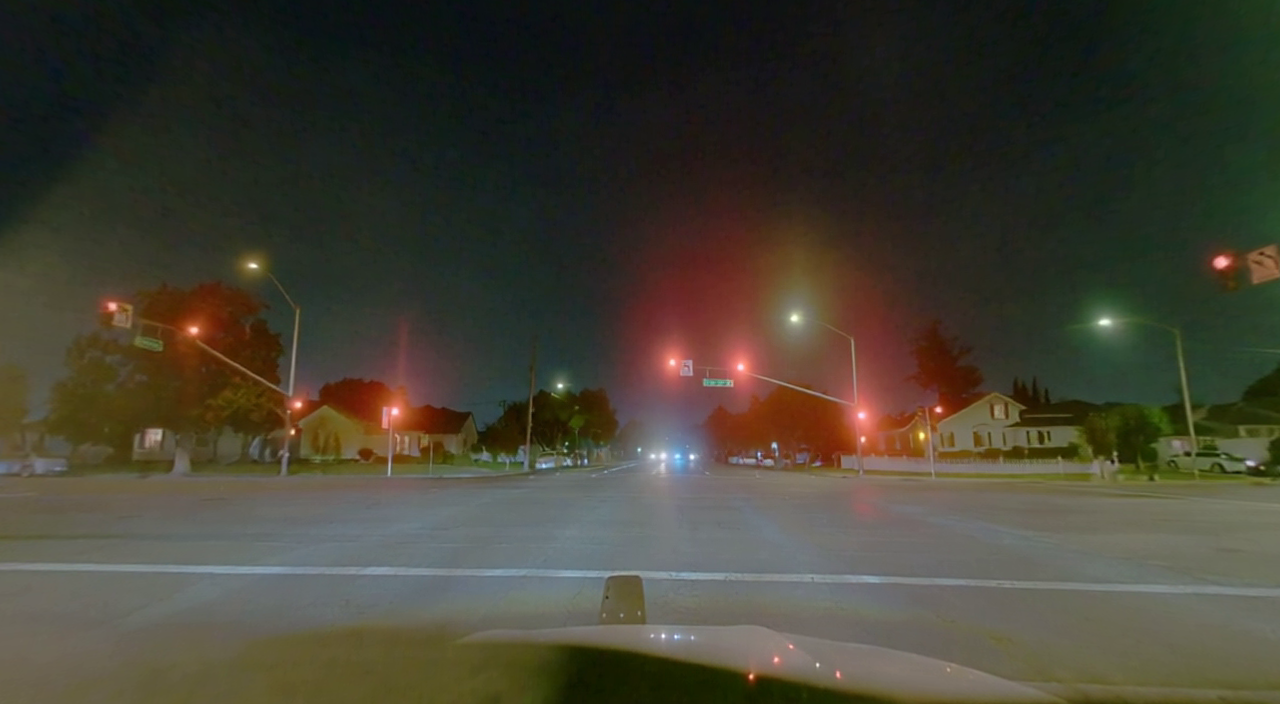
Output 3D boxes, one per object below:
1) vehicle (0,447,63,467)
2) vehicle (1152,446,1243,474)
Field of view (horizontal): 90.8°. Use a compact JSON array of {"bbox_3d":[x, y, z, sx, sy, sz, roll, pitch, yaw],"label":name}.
[{"bbox_3d":[-44.282,7.528,45.390,3.949,1.422,1.744,0,-9,1],"label":"vehicle"},{"bbox_3d":[36.779,7.095,41.866,1.853,1.723,4.460,0,-9,-1],"label":"vehicle"}]
